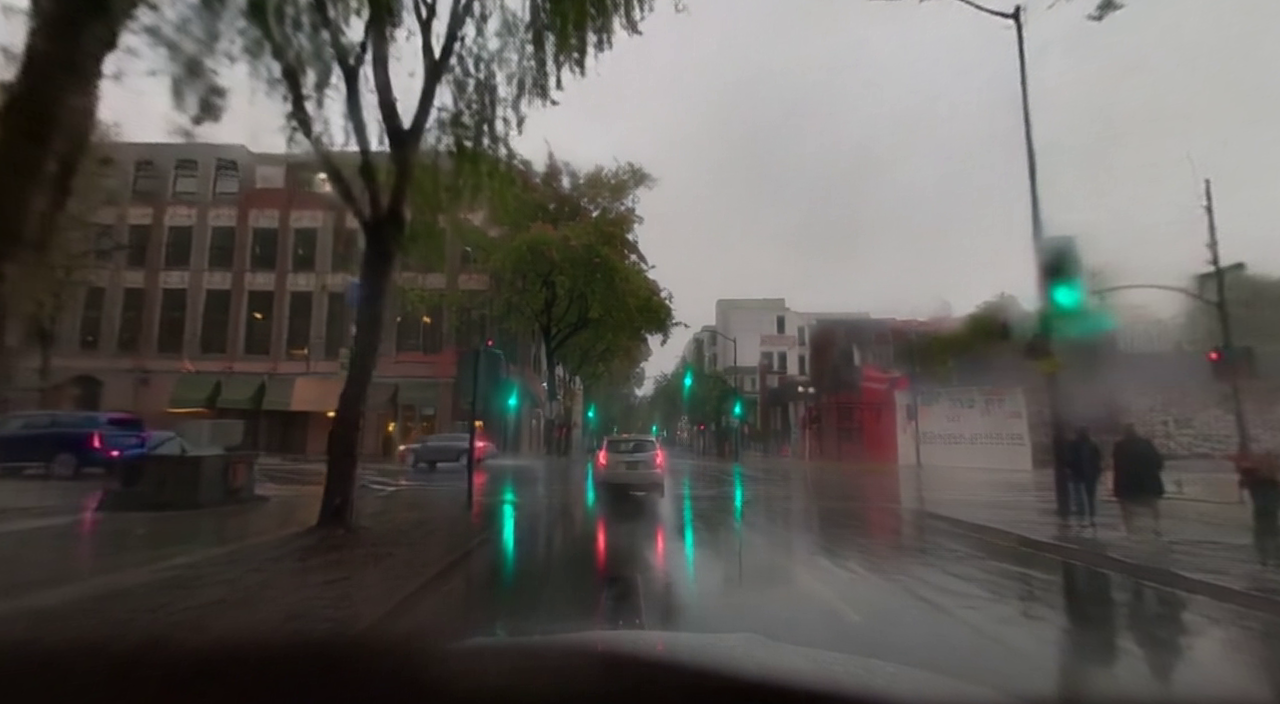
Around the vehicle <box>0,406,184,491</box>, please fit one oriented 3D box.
[{"bbox_3d":[-17.831,2.939,19.269,5.858,2.396,2.319,0,-9,-2],"label":"vehicle"}]

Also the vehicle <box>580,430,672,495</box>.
[{"bbox_3d":[-0.529,2.893,16.970,2.106,1.482,4.459,1,-9,-6],"label":"vehicle"}]

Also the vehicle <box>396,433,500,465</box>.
[{"bbox_3d":[-9.400,4.764,30.910,4.627,1.468,1.871,-3,-9,20],"label":"vehicle"}]
